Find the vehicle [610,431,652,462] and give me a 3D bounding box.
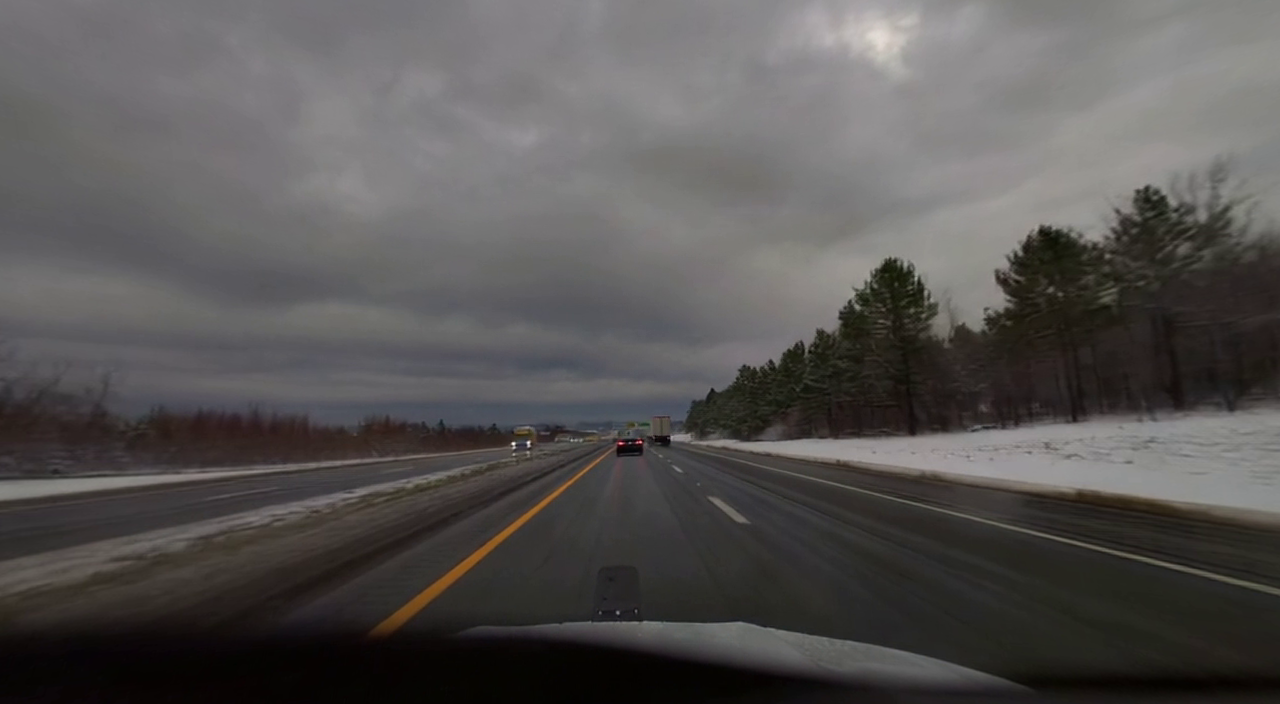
[{"bbox_3d":[-0.506,5.274,35.214,2.216,1.623,4.220,0,-8,-1],"label":"vehicle"}]
